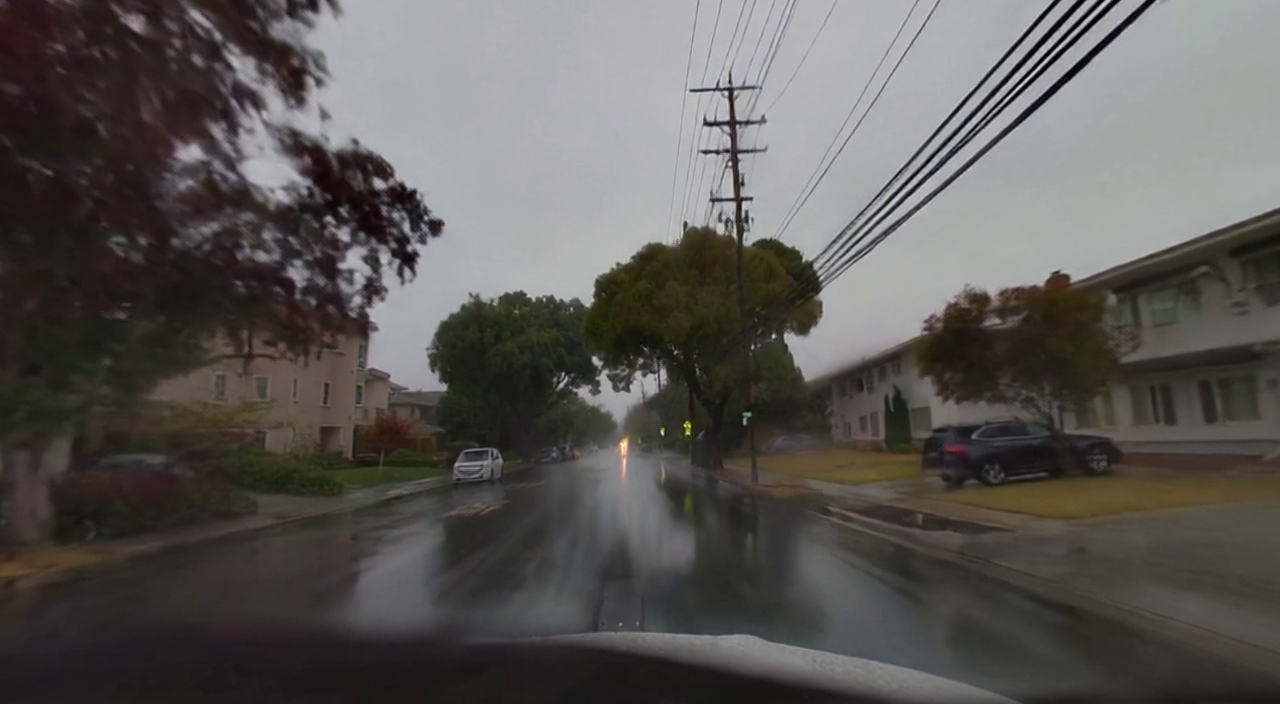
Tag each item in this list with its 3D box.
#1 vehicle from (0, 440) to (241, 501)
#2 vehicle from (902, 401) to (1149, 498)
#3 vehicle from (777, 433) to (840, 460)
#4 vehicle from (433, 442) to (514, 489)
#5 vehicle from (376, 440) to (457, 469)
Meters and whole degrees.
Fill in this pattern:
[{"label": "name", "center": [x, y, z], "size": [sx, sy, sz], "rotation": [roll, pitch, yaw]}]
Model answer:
[{"label": "vehicle", "center": [-14.873, 3.343, 18.063], "size": [5.395, 1.615, 2.132], "rotation": [0, -9, -2]}, {"label": "vehicle", "center": [9.561, 2.423, 15.971], "size": [4.822, 1.864, 2.100], "rotation": [-4, -8, -6]}, {"label": "vehicle", "center": [12.817, 7.211, 48.113], "size": [4.145, 1.767, 1.880], "rotation": [-8, -10, 29]}, {"label": "vehicle", "center": [-7.080, 4.856, 27.453], "size": [2.162, 1.757, 5.201], "rotation": [-2, -9, -1]}, {"label": "vehicle", "center": [-14.824, 6.812, 42.085], "size": [4.543, 1.824, 2.379], "rotation": [1, -9, -3]}]
